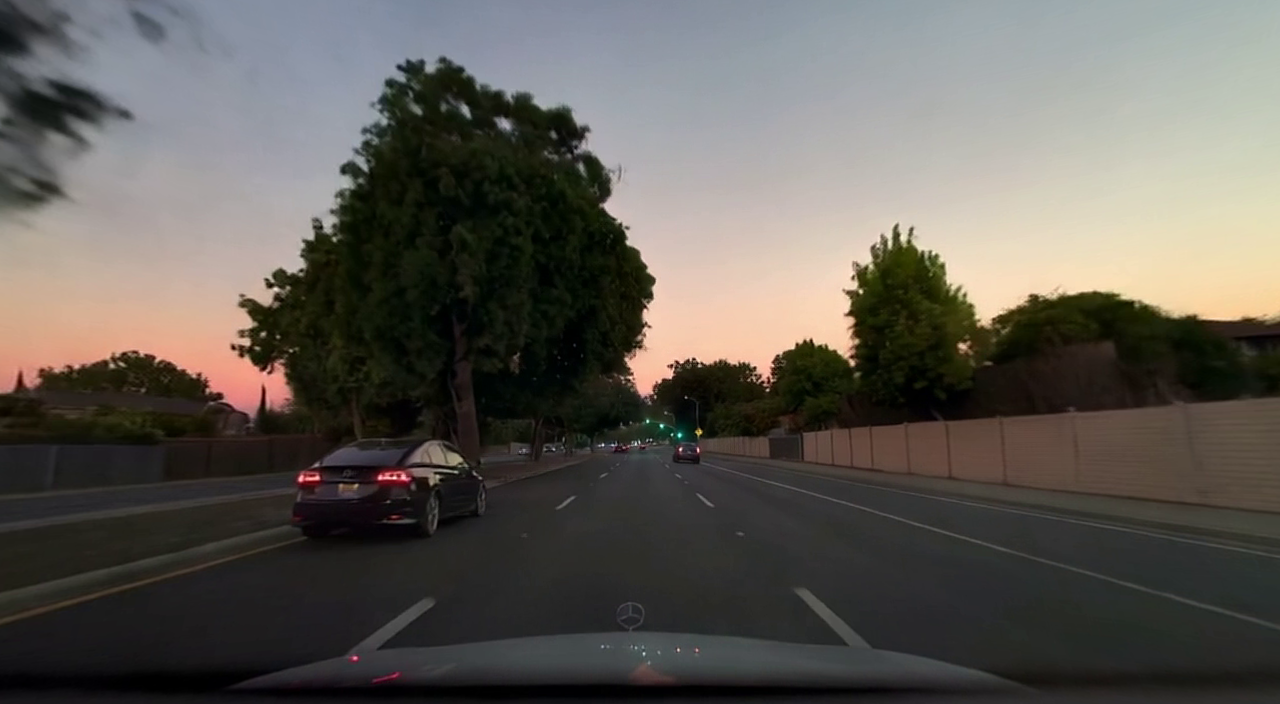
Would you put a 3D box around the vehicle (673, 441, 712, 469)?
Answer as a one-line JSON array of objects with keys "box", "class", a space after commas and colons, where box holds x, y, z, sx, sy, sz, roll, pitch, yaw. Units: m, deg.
[{"box": [3.424, 6.827, 42.020, 2.114, 1.780, 4.445, 0, -8, -1], "class": "vehicle"}]

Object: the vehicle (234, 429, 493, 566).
[{"box": [-3.654, 1.976, 9.417, 1.966, 1.524, 4.410, 0, -8, -2], "class": "vehicle"}]
